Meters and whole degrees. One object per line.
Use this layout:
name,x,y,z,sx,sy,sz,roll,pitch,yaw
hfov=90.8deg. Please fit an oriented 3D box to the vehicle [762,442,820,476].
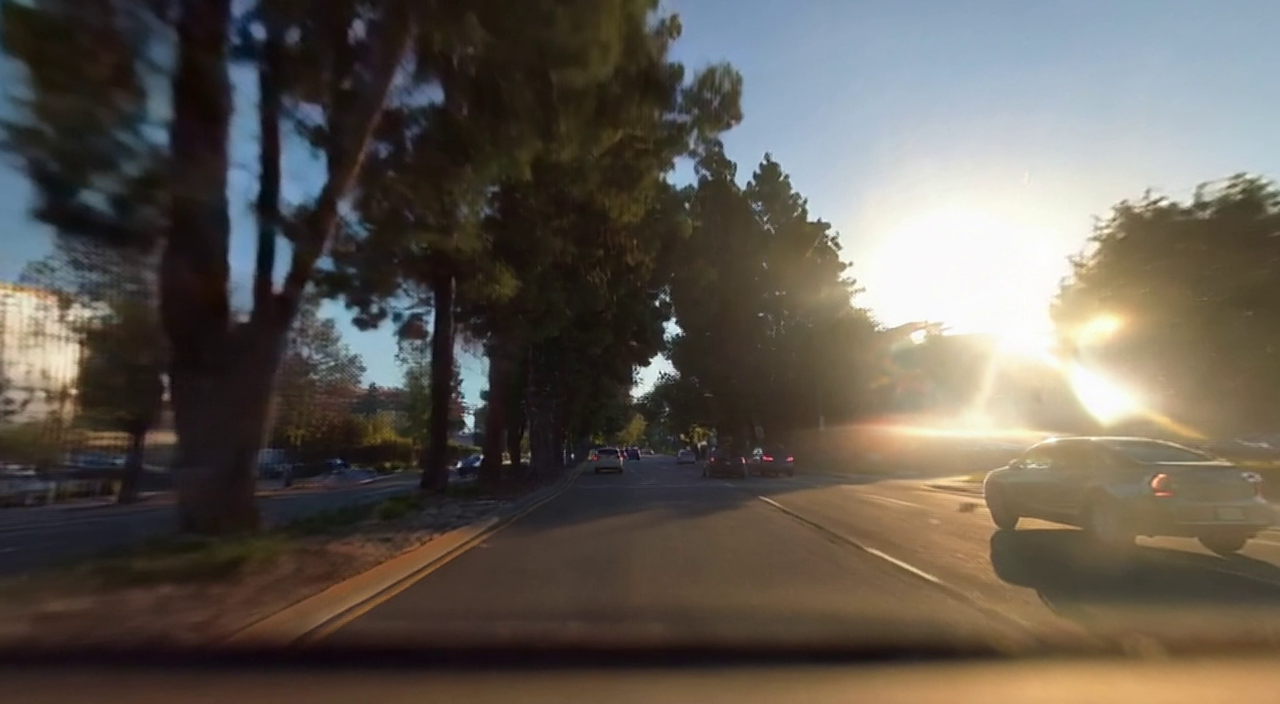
vehicle,8.037,5.699,34.000,1.945,1.687,4.292,0,-8,-1

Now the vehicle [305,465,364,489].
vehicle,-19.960,8.156,41.401,1.769,1.344,3.947,-1,-8,2

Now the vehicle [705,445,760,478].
vehicle,4.375,5.234,30.498,2.020,1.472,3.958,0,-8,-1

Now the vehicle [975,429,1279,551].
vehicle,7.704,2.078,10.306,1.888,1.508,4.646,0,-8,0

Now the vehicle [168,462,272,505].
vehicle,-19.655,6.140,29.856,2.013,1.655,4.604,-2,-8,-4

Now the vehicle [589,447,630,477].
vehicle,-1.669,5.884,33.960,2.077,1.477,3.897,0,-8,-3
